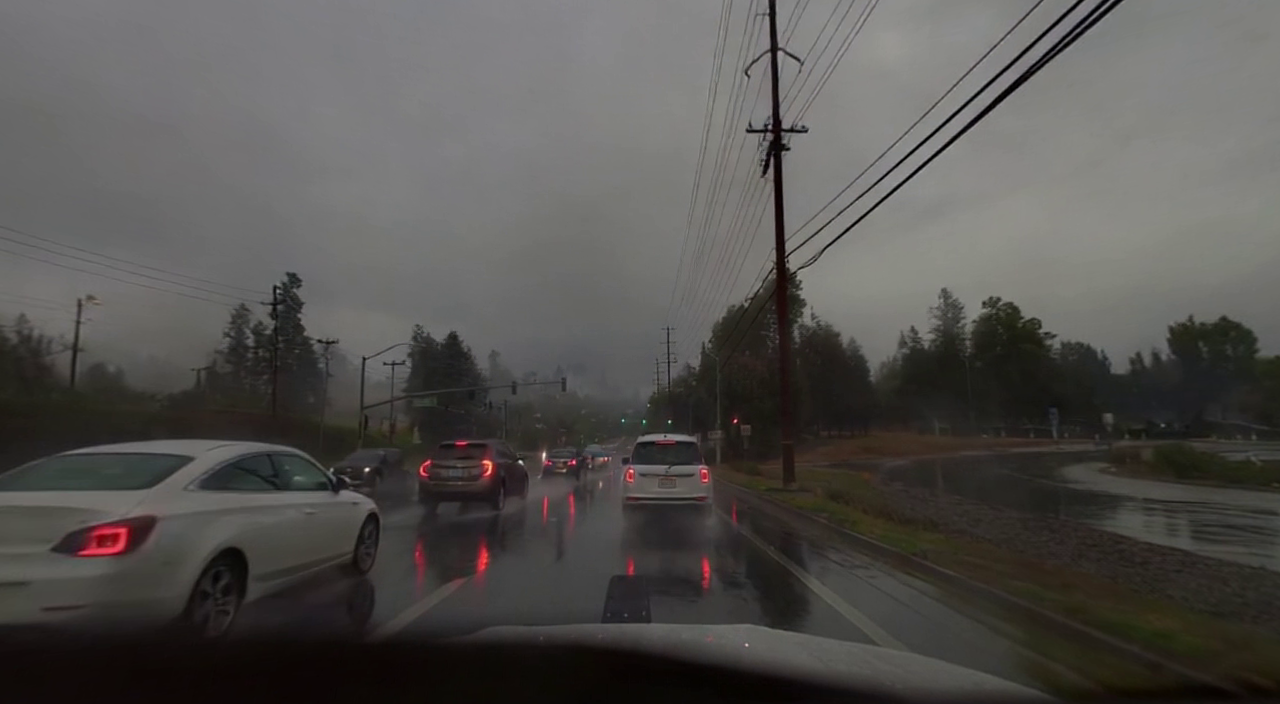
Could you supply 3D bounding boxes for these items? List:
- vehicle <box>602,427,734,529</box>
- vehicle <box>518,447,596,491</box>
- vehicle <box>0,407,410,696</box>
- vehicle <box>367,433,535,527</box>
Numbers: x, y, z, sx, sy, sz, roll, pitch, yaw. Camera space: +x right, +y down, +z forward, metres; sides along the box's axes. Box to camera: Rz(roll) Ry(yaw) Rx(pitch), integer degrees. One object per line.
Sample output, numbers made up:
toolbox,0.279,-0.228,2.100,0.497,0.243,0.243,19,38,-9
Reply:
vehicle,0.541,2.428,12.635,2.205,1.691,3.937,-1,-9,2
vehicle,-2.935,4.264,23.316,2.105,1.436,4.311,-1,-9,3
vehicle,-3.819,1.396,5.531,1.999,1.563,4.007,0,-9,1
vehicle,-3.696,2.591,13.356,2.018,1.621,4.441,-1,-9,2
